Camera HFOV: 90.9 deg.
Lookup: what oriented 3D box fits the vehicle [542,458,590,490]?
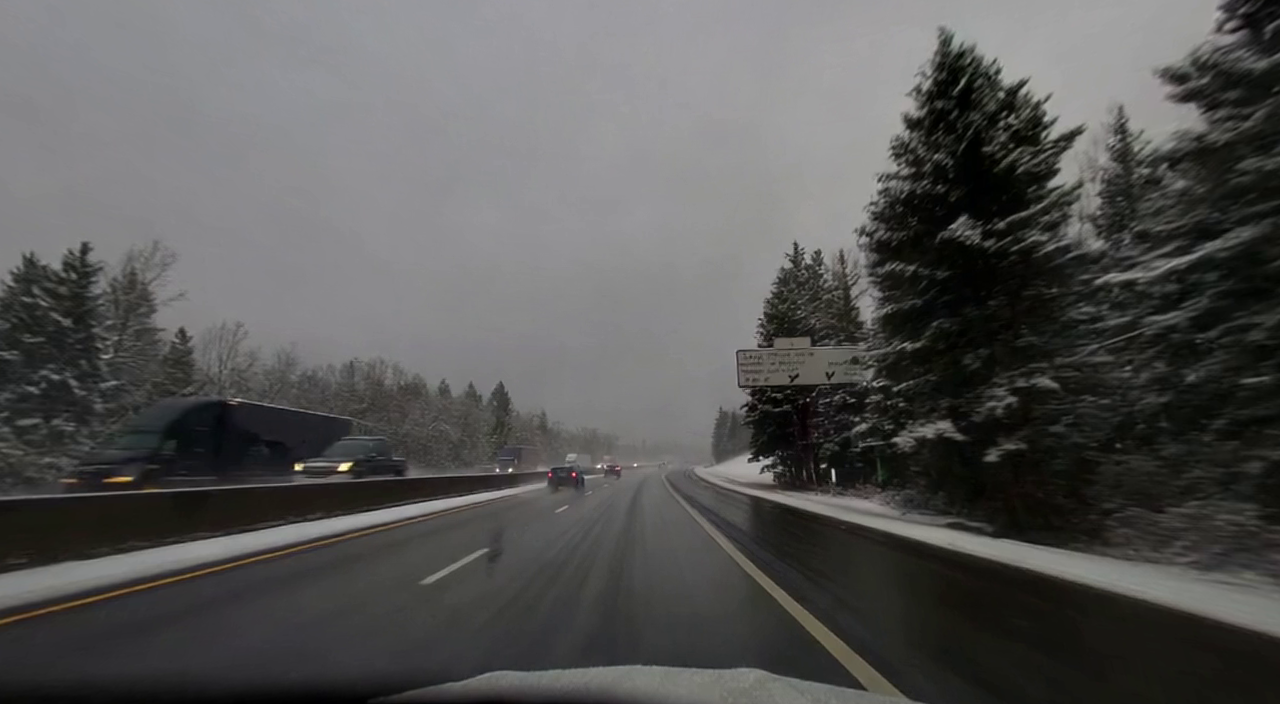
[{"bbox_3d":[-4.353,7.261,37.580,2.160,1.721,4.368,1,-11,2],"label":"vehicle"}]

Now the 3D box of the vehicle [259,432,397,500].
[{"bbox_3d":[-12.926,4.866,26.868,2.247,2.499,6.794,1,-11,1],"label":"vehicle"}]

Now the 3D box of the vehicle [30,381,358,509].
[{"bbox_3d":[-17.463,4.301,27.472,2.882,3.981,15.102,1,-11,2],"label":"vehicle"}]
